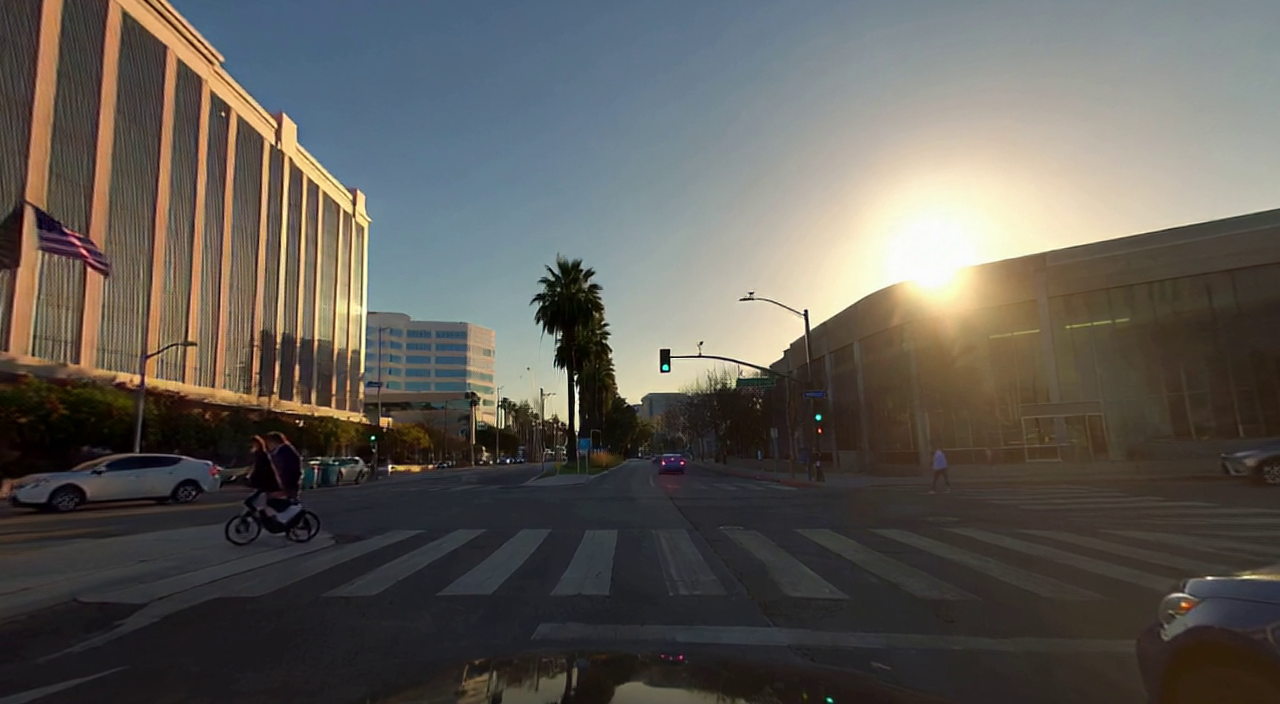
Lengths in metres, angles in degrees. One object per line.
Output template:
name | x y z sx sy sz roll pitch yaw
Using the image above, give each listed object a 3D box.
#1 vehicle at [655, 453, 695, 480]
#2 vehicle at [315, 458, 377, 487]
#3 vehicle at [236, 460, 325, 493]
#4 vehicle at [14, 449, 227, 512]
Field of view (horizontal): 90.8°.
vehicle | 2.127 7.184 39.734 2.000 1.525 4.273 0 -8 -4
vehicle | -20.083 8.237 43.436 2.043 1.745 4.420 0 -8 1
vehicle | -19.923 6.896 35.265 2.069 1.540 4.774 0 -8 1
vehicle | -15.053 3.707 18.712 4.499 1.594 1.898 5 -10 -29
